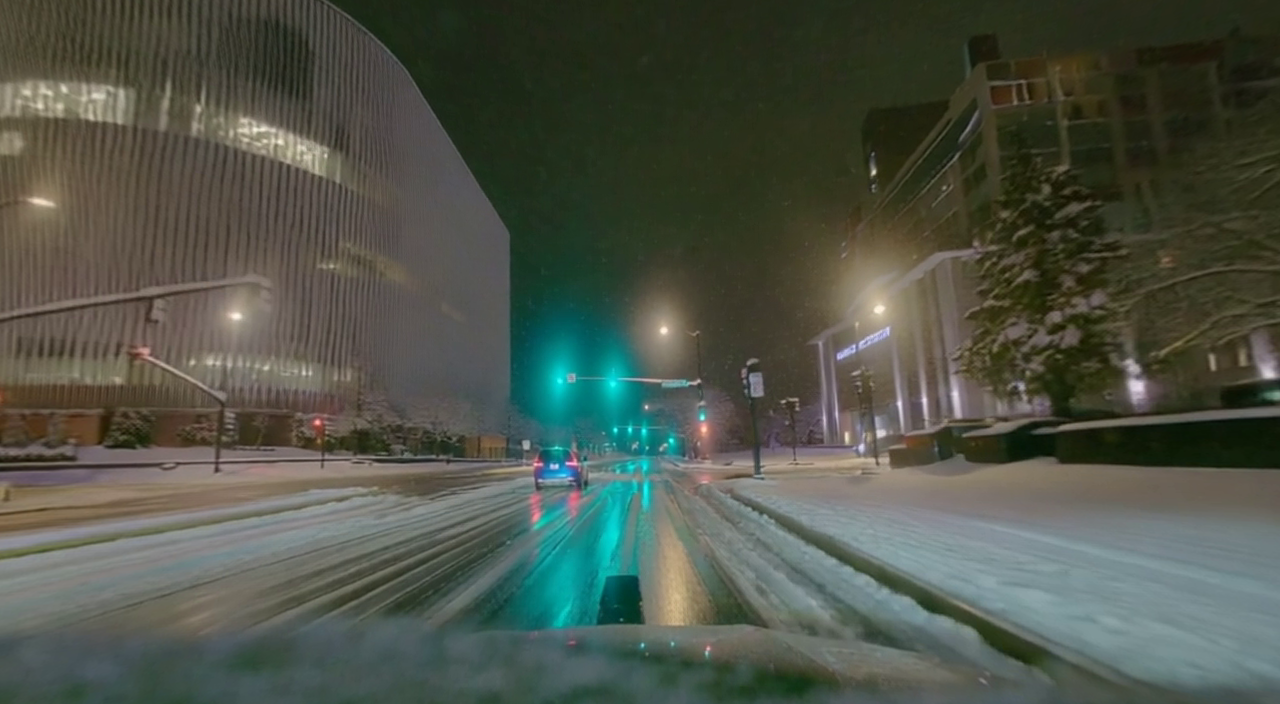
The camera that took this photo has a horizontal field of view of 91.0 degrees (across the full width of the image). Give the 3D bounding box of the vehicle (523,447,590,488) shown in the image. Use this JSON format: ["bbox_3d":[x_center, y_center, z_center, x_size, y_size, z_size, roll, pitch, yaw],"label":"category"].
[{"bbox_3d":[-3.248,4.614,25.429,1.971,1.486,4.380,-1,-9,2],"label":"vehicle"}]

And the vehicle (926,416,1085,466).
[{"bbox_3d":[12.238,3.016,21.284,4.120,1.558,1.959,0,-9,-1],"label":"vehicle"}]
